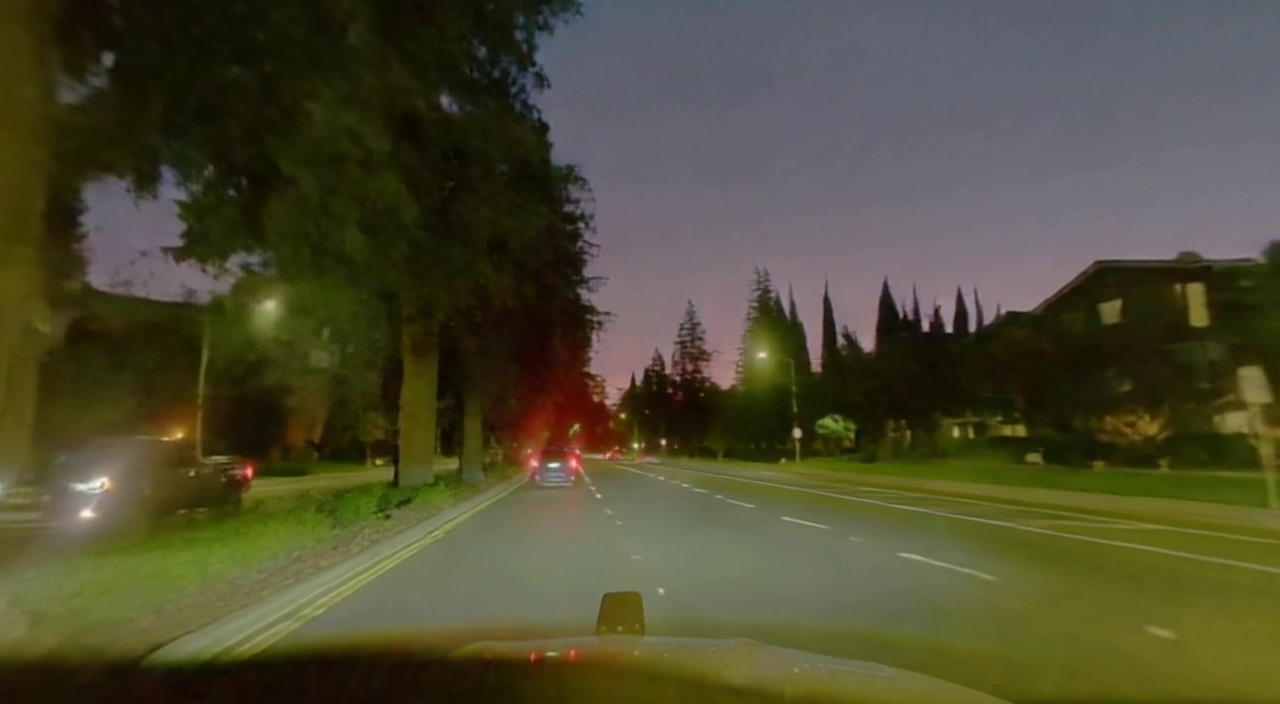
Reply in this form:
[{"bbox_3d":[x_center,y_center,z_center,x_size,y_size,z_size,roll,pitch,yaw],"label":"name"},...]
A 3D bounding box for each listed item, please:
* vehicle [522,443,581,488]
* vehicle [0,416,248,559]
[{"bbox_3d":[-3.410,4.427,25.052,2.093,1.591,4.247,1,-9,-5],"label":"vehicle"},{"bbox_3d":[-9.995,2.379,11.896,2.386,2.101,4.923,1,-9,-6],"label":"vehicle"}]
